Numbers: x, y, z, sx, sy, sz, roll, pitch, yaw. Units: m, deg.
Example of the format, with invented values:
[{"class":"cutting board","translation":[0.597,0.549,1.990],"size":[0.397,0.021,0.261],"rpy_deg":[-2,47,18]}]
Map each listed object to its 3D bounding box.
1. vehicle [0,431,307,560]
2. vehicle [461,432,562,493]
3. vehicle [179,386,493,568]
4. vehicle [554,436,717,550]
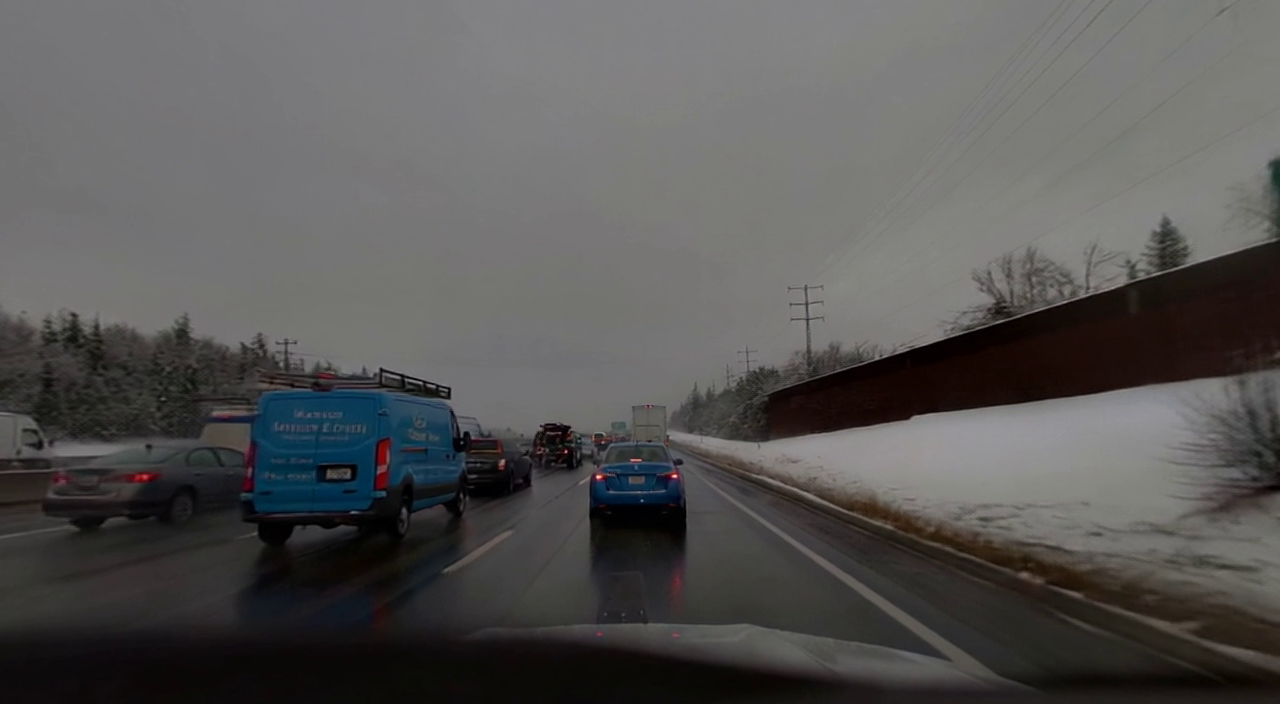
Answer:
[{"class":"vehicle","translation":[-7.415,2.034,9.730],"size":[1.933,1.506,4.504],"rpy_deg":[0,-8,1]},{"class":"vehicle","translation":[-3.826,3.392,19.601],"size":[2.114,1.657,4.432],"rpy_deg":[0,-8,2]},{"class":"vehicle","translation":[-3.826,1.681,9.122],"size":[2.142,1.952,4.556],"rpy_deg":[0,-8,2]},{"class":"vehicle","translation":[-0.064,2.090,10.046],"size":[2.054,1.421,4.090],"rpy_deg":[0,-8,0]}]
